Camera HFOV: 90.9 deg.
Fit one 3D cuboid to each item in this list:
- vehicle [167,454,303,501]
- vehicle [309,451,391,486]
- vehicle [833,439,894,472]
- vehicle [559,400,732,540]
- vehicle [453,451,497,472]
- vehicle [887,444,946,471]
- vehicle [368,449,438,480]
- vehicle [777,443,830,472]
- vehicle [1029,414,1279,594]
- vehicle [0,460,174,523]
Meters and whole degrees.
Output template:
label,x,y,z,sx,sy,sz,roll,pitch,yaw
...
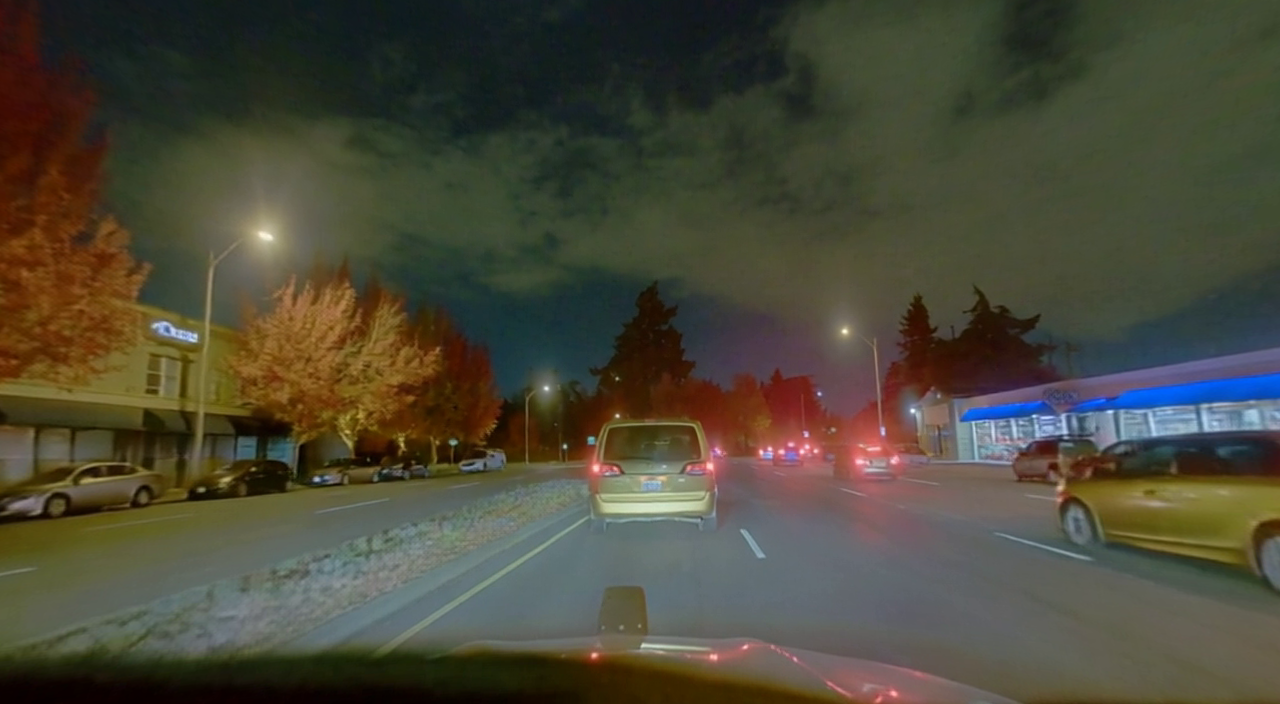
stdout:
label,x,y,z,sx,sy,sz,roll,pitch,yaw
vehicle,-14.648,4.522,23.170,1.877,1.445,4.436,-1,-8,3
vehicle,-14.245,5.698,31.236,1.947,1.558,4.065,0,-8,3
vehicle,12.645,5.868,35.993,2.040,1.738,4.414,0,-8,2
vehicle,0.245,1.934,10.970,2.344,1.863,4.665,-1,-8,4
vehicle,-12.824,8.554,49.384,1.995,1.466,4.580,-1,-8,3
vehicle,15.973,6.102,36.620,1.916,1.452,3.811,0,-9,5
vehicle,-13.688,6.511,36.828,1.921,1.621,4.930,-1,-8,3
vehicle,8.698,5.630,33.950,1.886,1.464,4.290,0,-8,2
vehicle,6.545,1.489,6.709,1.928,1.529,4.917,-1,-8,4
vehicle,-15.251,3.648,17.018,1.797,1.351,4.300,-1,-8,5
